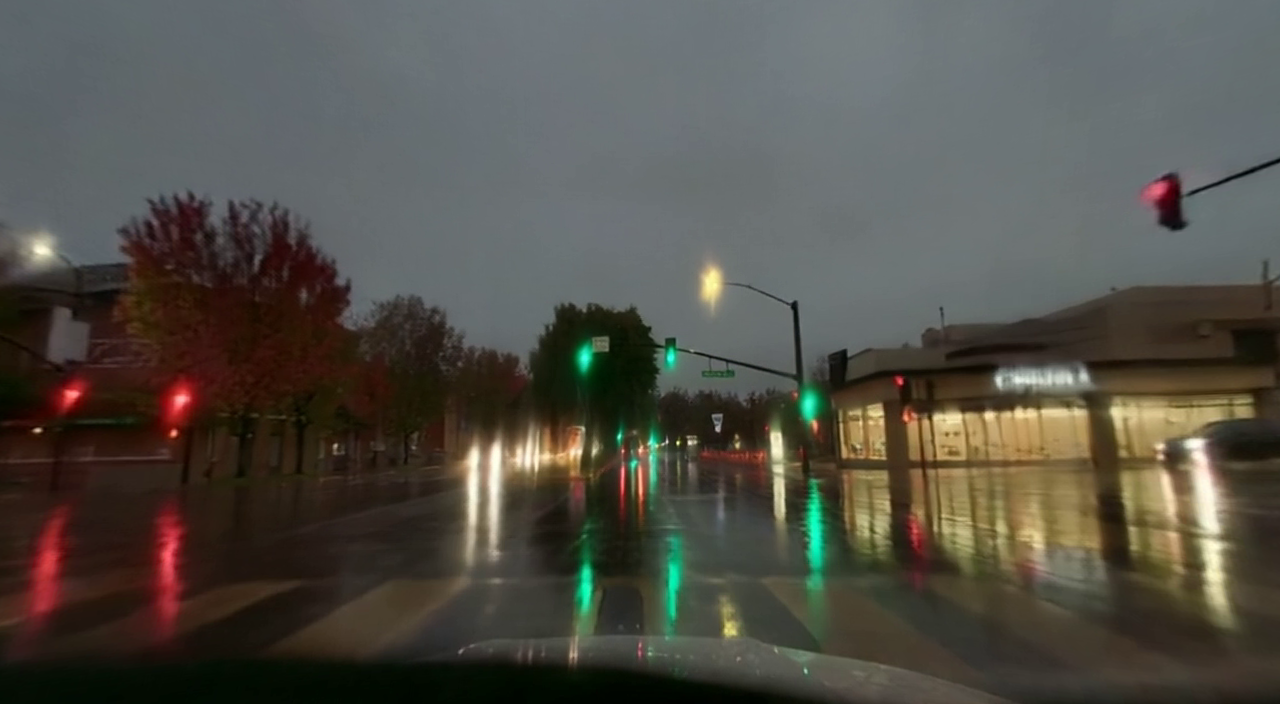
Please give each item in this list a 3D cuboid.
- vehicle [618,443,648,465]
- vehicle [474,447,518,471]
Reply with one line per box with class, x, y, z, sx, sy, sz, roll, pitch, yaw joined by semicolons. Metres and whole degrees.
vehicle;-0.525;7.180;44.632;2.045;1.510;3.690;0;-8;-1
vehicle;-9.052;6.732;40.010;1.777;1.438;4.190;0;-8;0
